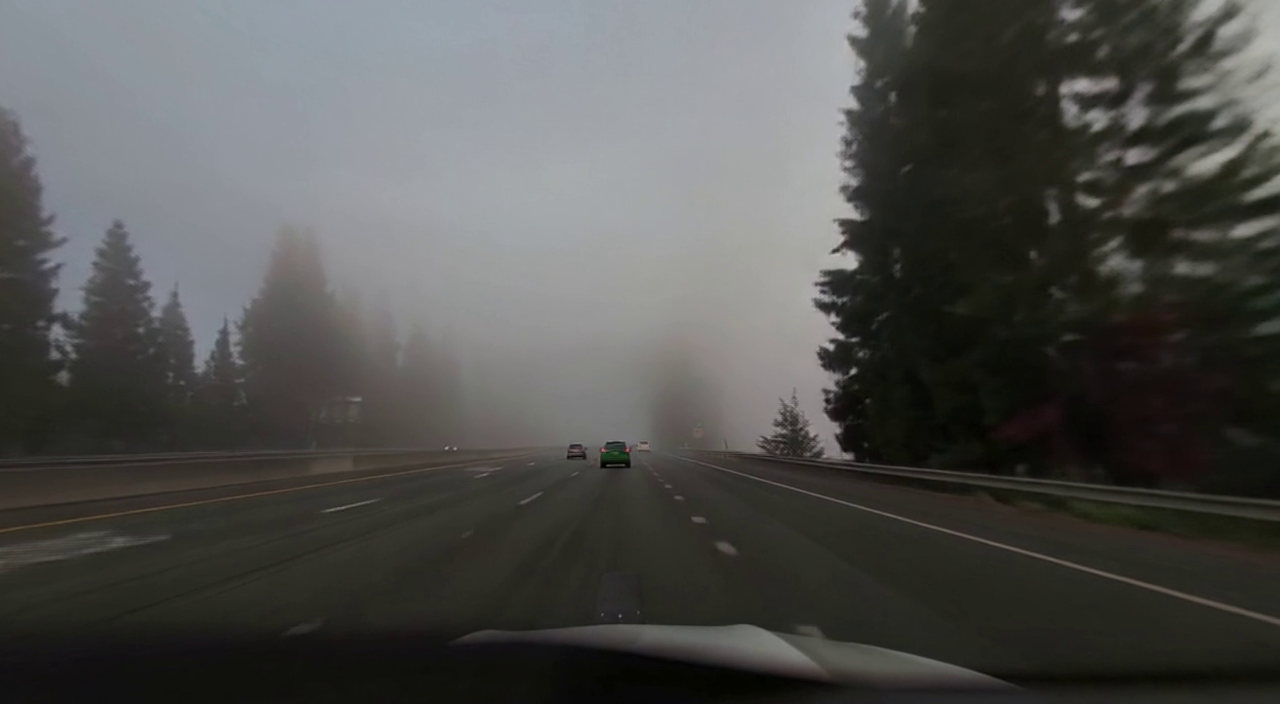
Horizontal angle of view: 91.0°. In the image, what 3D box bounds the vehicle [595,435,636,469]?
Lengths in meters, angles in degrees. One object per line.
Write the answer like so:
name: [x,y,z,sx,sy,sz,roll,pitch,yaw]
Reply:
vehicle: [-1.423,5.911,37.349,2.302,1.810,4.707,0,-9,-2]
